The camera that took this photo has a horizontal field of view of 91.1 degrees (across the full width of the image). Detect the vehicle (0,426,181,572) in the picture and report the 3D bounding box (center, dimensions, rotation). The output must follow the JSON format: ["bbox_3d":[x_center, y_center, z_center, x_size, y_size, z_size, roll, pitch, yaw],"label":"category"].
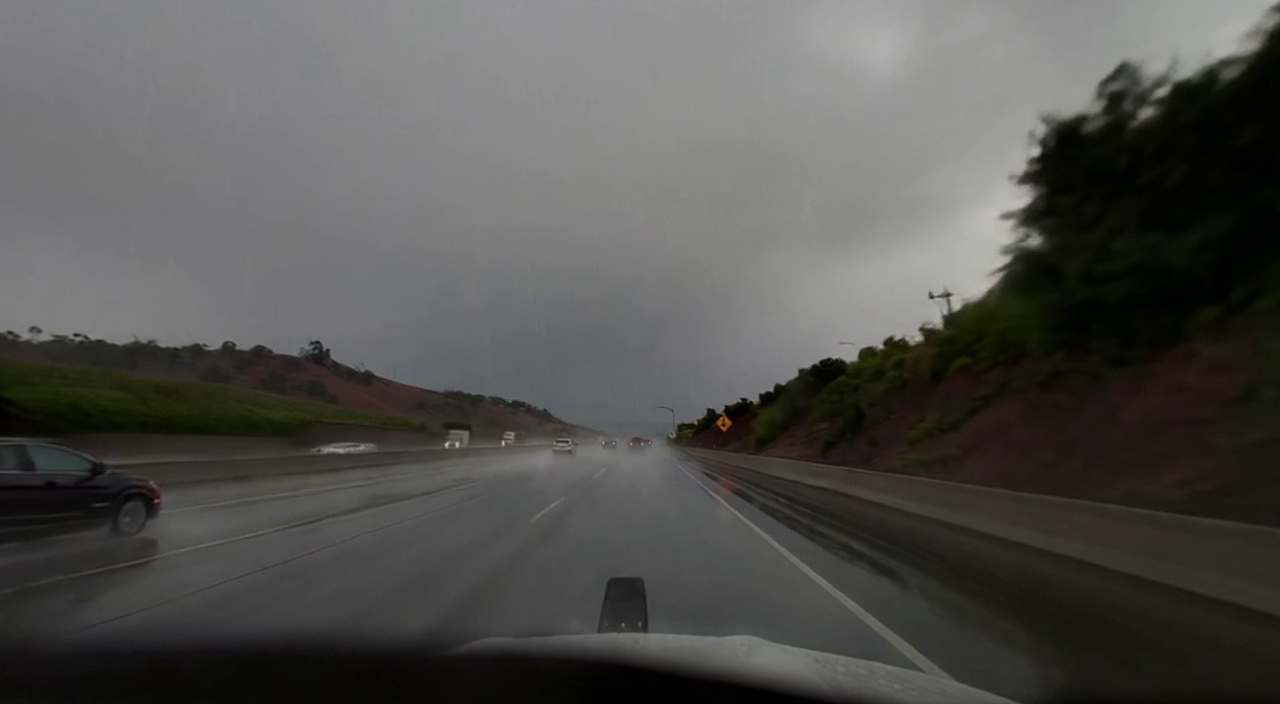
[{"bbox_3d":[-7.472,1.507,6.474,1.949,1.465,4.563,0,-8,1],"label":"vehicle"}]

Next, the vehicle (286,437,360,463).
[{"bbox_3d":[-21.655,6.716,43.173,2.105,1.664,5.527,0,-8,1],"label":"vehicle"}]
